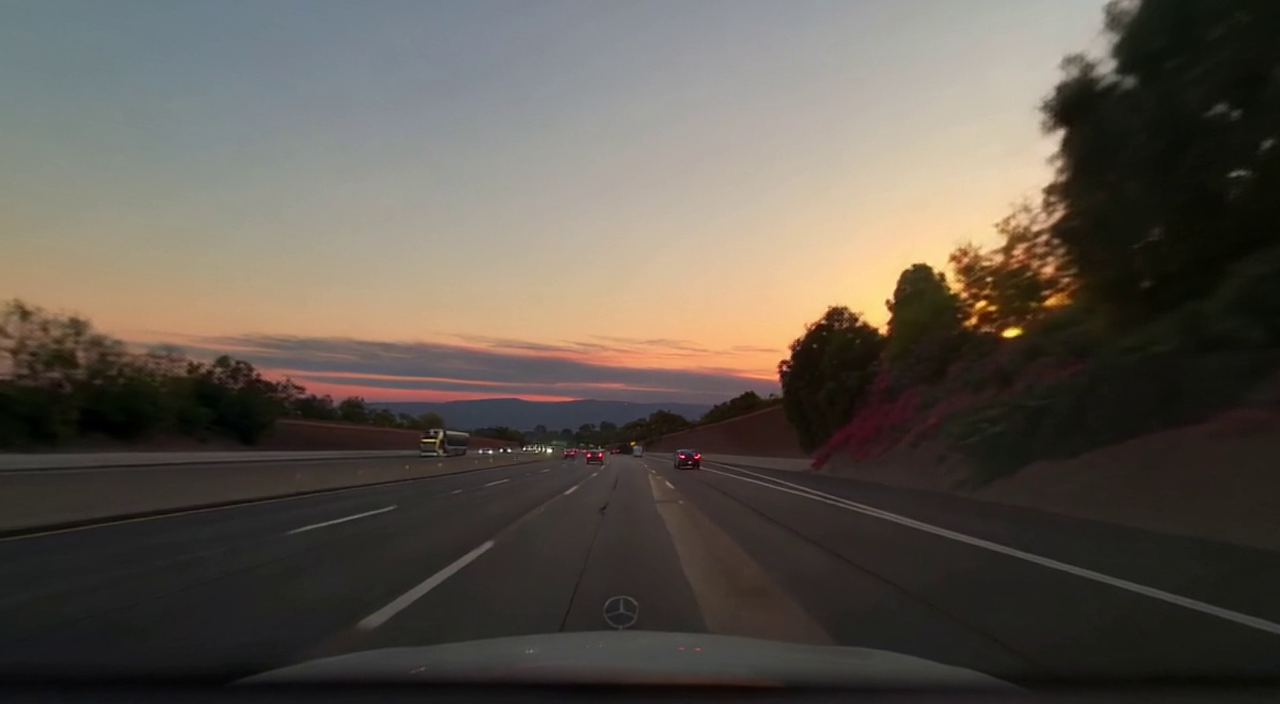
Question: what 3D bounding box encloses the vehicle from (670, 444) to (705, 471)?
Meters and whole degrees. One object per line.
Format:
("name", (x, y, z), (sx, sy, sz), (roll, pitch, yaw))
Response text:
("vehicle", (2.948, 6.657, 39.715), (1.895, 1.555, 4.030), (0, -9, 0))
